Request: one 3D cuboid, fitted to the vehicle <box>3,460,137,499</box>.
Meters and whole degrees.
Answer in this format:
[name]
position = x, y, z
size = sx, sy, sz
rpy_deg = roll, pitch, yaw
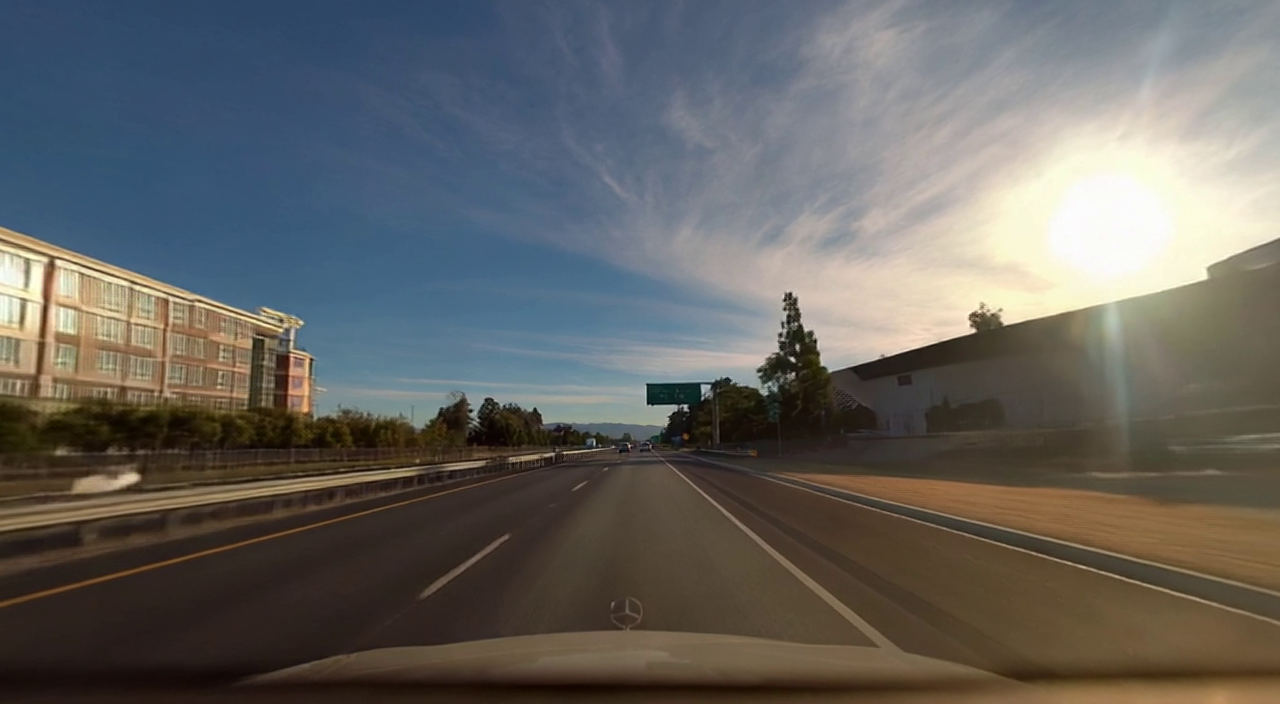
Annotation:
[vehicle]
position = -25.919, 5.785, 28.940
size = 1.909, 1.472, 4.517
rpy_deg = 0, -8, 0
